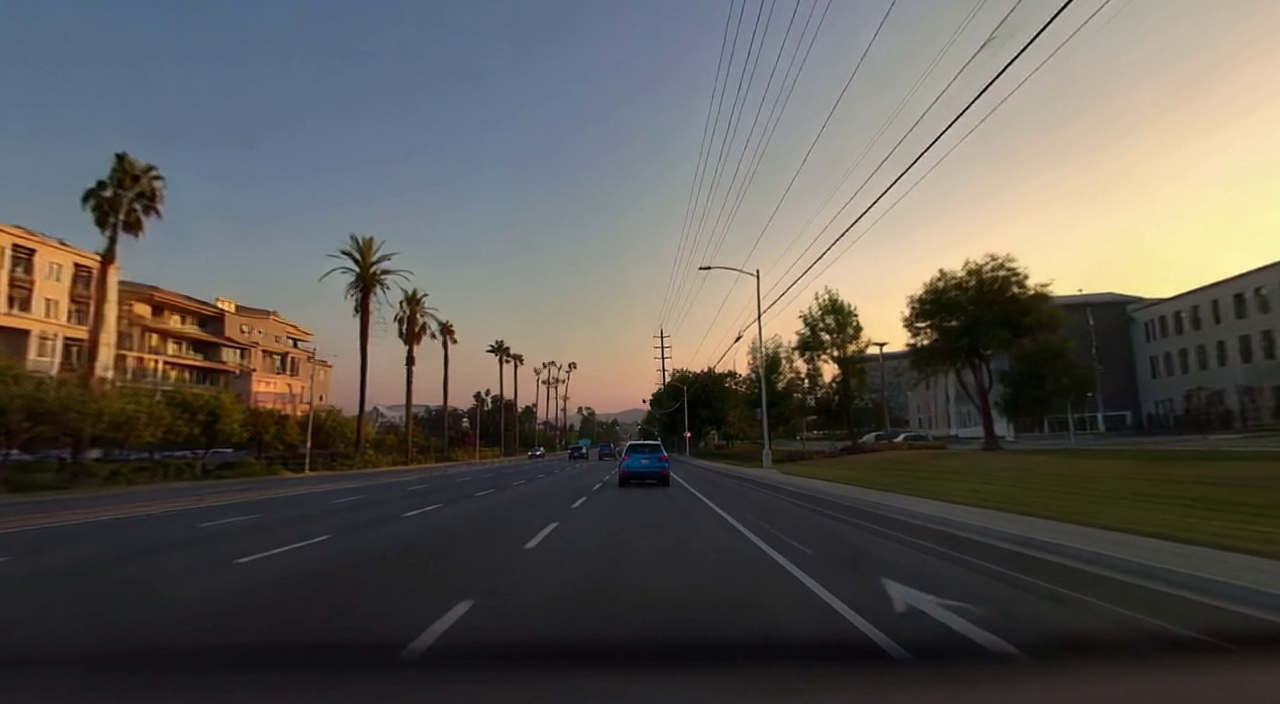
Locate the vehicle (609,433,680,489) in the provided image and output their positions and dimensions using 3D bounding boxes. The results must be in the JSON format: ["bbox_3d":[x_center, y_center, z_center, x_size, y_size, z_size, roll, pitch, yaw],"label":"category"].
[{"bbox_3d":[0.121,3.692,21.560,2.198,1.706,4.166,0,-9,0],"label":"vehicle"}]
